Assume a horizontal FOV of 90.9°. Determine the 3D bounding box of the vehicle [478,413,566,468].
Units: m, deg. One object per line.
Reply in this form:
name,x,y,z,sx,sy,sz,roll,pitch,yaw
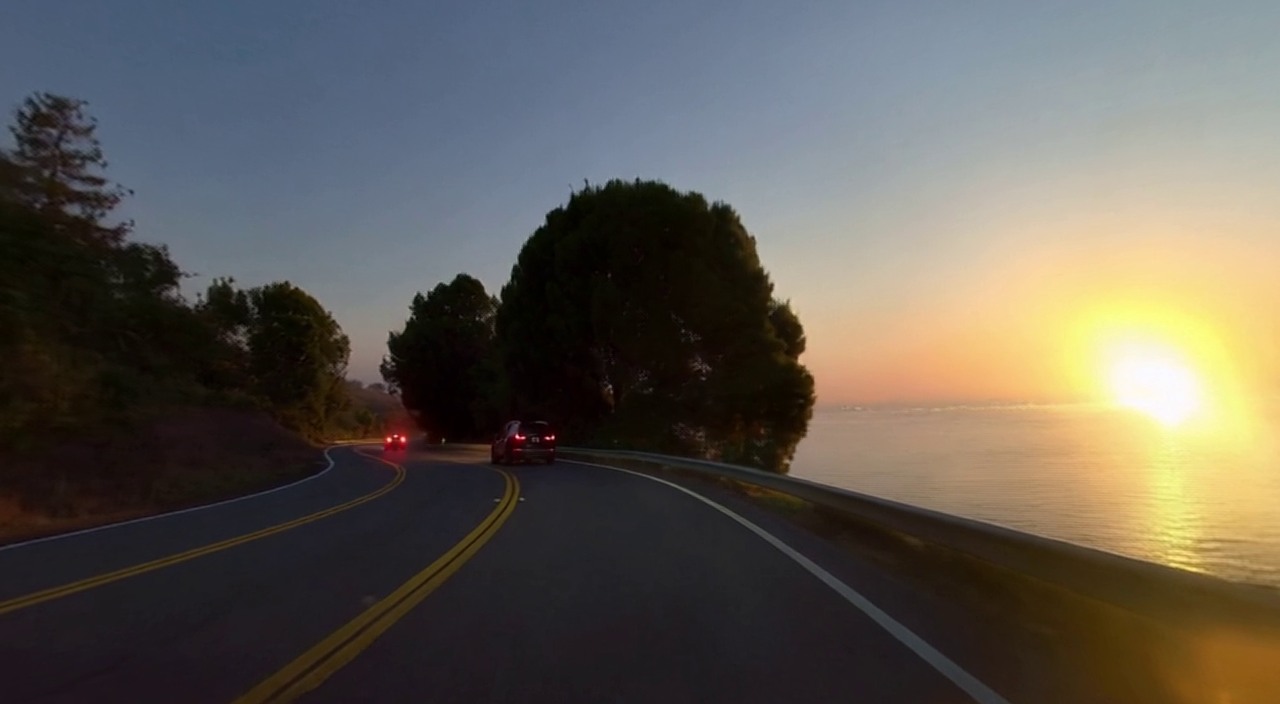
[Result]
vehicle,-4.927,3.615,25.544,2.500,1.961,5.637,3,-9,-20
